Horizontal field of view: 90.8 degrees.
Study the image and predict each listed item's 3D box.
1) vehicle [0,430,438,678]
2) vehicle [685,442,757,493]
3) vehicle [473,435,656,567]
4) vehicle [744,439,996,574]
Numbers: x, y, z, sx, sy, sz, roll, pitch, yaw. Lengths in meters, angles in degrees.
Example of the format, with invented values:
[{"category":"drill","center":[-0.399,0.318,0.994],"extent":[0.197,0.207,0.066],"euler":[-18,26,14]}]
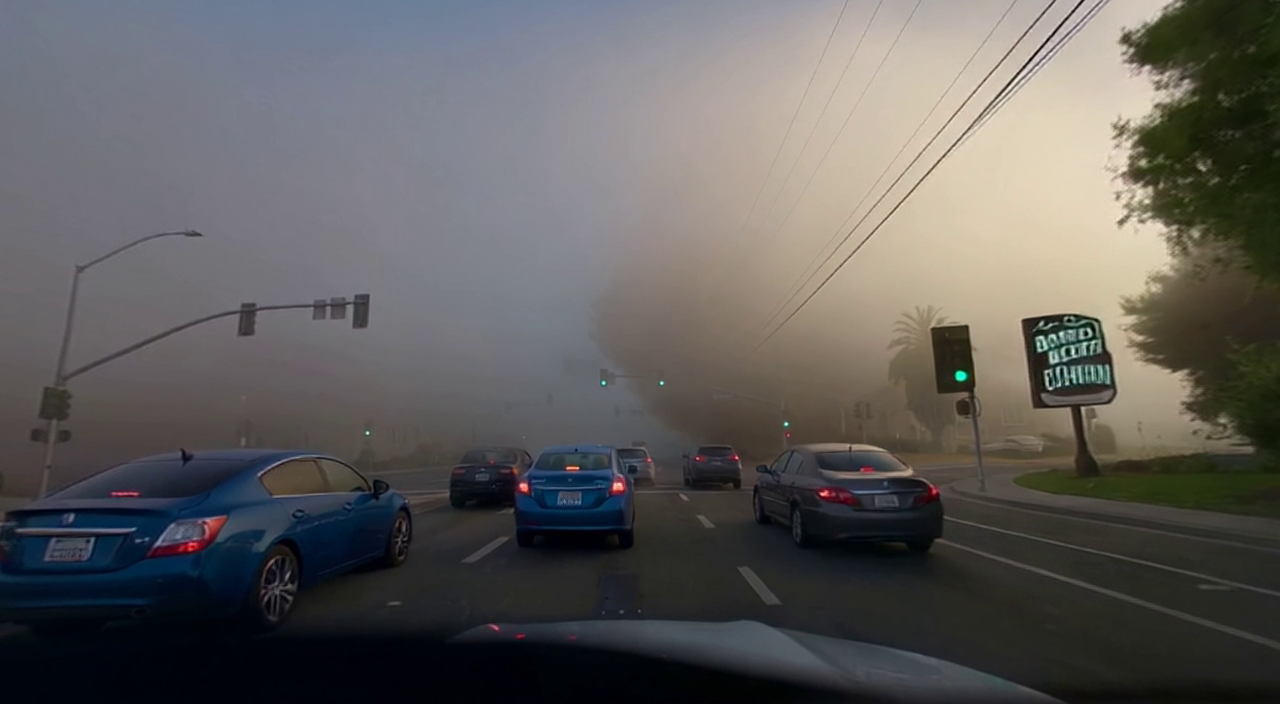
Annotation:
[{"category":"vehicle","center":[-3.699,1.556,6.107],"extent":[2.058,1.474,4.473],"euler":[0,-8,-1]},{"category":"vehicle","center":[2.758,4.033,22.407],"extent":[1.956,1.615,4.205],"euler":[0,-8,-1]},{"category":"vehicle","center":[-0.911,2.003,9.253],"extent":[2.104,1.500,3.815],"euler":[0,-8,-1]},{"category":"vehicle","center":[2.898,2.029,9.190],"extent":[2.014,1.464,4.312],"euler":[0,-8,0]}]
